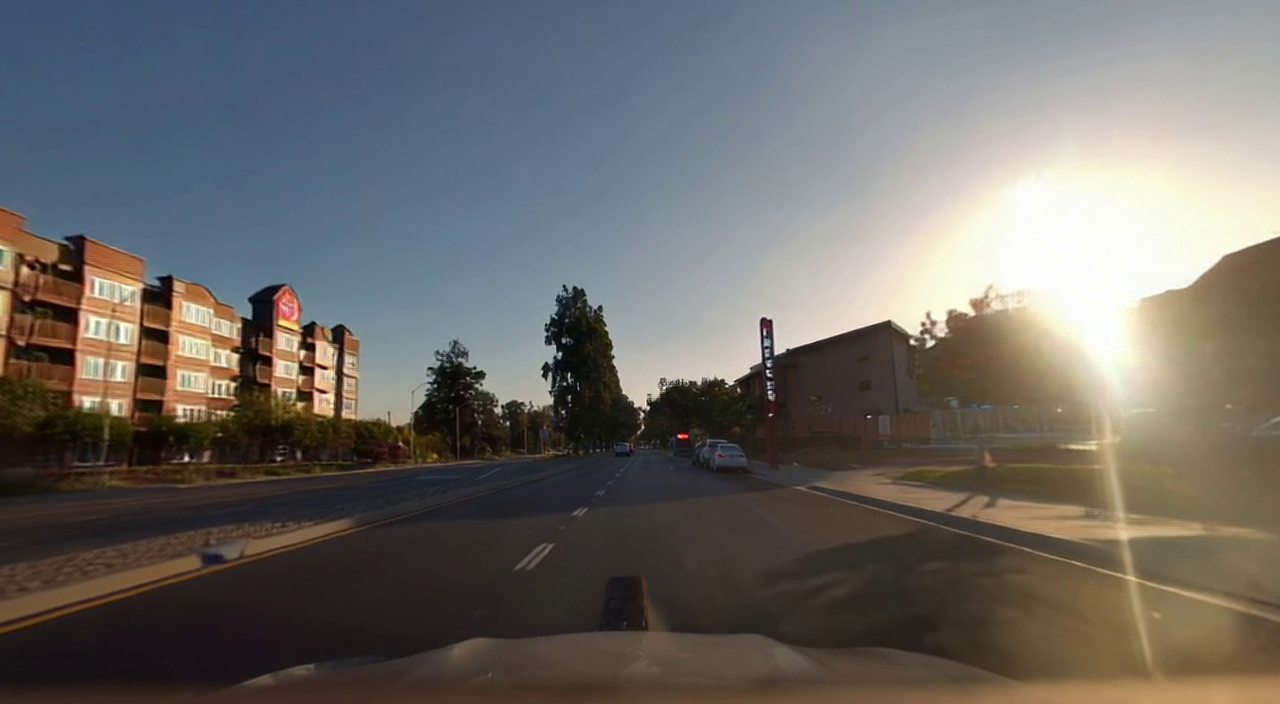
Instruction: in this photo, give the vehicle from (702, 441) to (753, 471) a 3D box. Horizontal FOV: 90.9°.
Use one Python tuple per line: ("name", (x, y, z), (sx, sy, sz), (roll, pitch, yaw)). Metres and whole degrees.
("vehicle", (4.638, 5.580, 34.119), (2.085, 1.509, 5.134), (0, -8, 1))
